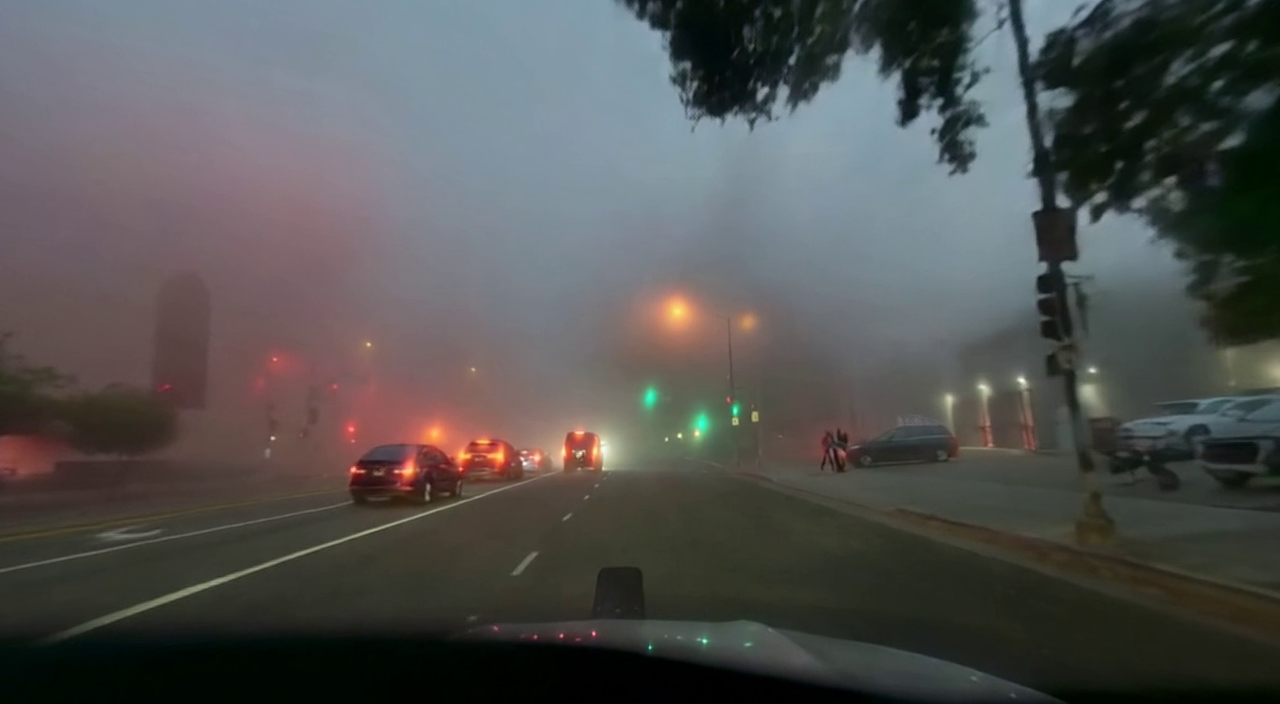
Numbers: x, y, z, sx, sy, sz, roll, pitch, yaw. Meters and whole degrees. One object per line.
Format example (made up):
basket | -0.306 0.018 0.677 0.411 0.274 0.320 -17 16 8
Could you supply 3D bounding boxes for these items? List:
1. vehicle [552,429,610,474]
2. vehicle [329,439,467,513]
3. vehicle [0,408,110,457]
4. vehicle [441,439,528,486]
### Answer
vehicle | -2.991 5.245 33.386 2.496 2.155 5.468 0 -8 0
vehicle | -5.698 2.927 15.388 1.889 1.572 3.599 0 -8 0
vehicle | -25.624 3.518 27.450 3.572 2.012 1.872 -1 -8 6
vehicle | -5.973 4.306 24.922 2.228 1.652 4.593 0 -8 0
